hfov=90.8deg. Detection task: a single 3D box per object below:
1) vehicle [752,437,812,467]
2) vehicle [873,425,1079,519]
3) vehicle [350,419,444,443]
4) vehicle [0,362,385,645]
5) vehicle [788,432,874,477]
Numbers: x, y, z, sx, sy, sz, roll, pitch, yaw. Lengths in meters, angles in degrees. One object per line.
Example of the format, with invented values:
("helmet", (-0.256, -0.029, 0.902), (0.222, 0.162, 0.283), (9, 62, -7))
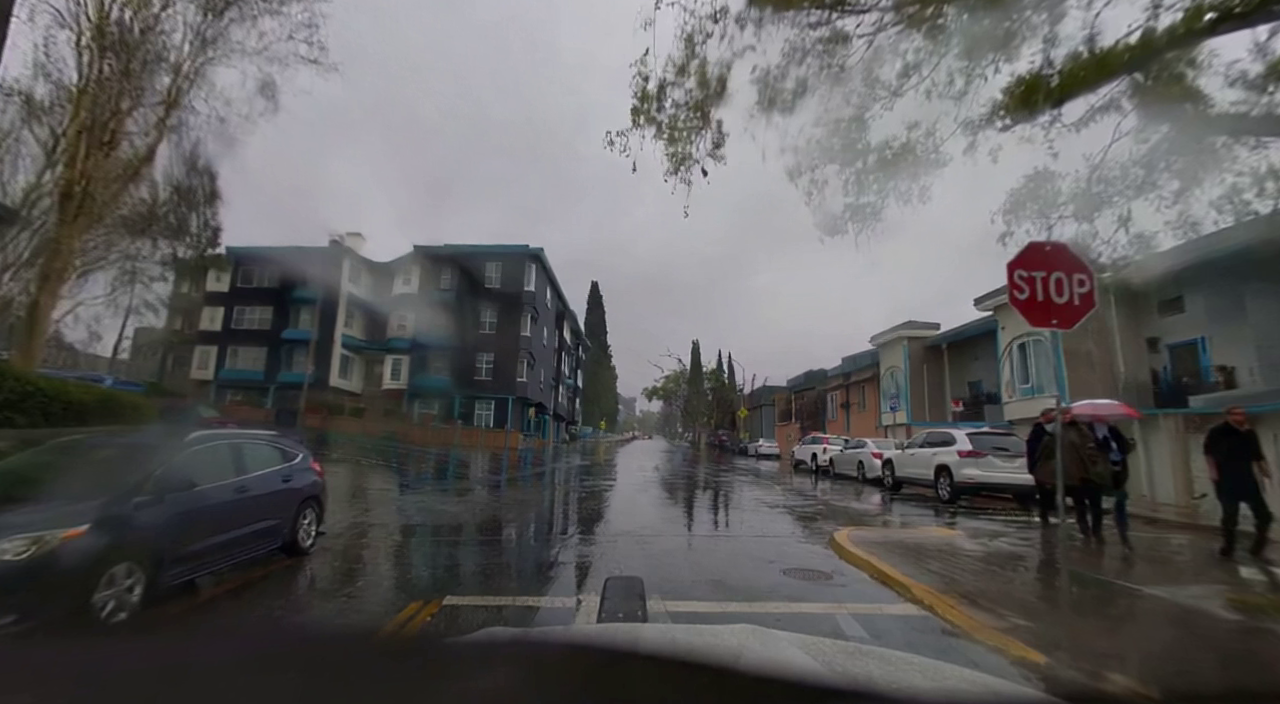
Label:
("vehicle", (7.831, 5.564, 35.325), (2.122, 1.554, 4.777), (0, -8, -1))
("vehicle", (7.449, 2.697, 14.822), (2.181, 1.792, 5.066), (0, -8, 2))
("vehicle", (-13.653, 4.494, 35.725), (4.603, 1.335, 1.889), (1, -9, -8))
("vehicle", (-4.584, 1.286, 6.426), (2.285, 1.712, 5.200), (1, -9, -6))
("vehicle", (7.832, 4.246, 26.453), (1.917, 1.704, 4.840), (0, -8, -2))
